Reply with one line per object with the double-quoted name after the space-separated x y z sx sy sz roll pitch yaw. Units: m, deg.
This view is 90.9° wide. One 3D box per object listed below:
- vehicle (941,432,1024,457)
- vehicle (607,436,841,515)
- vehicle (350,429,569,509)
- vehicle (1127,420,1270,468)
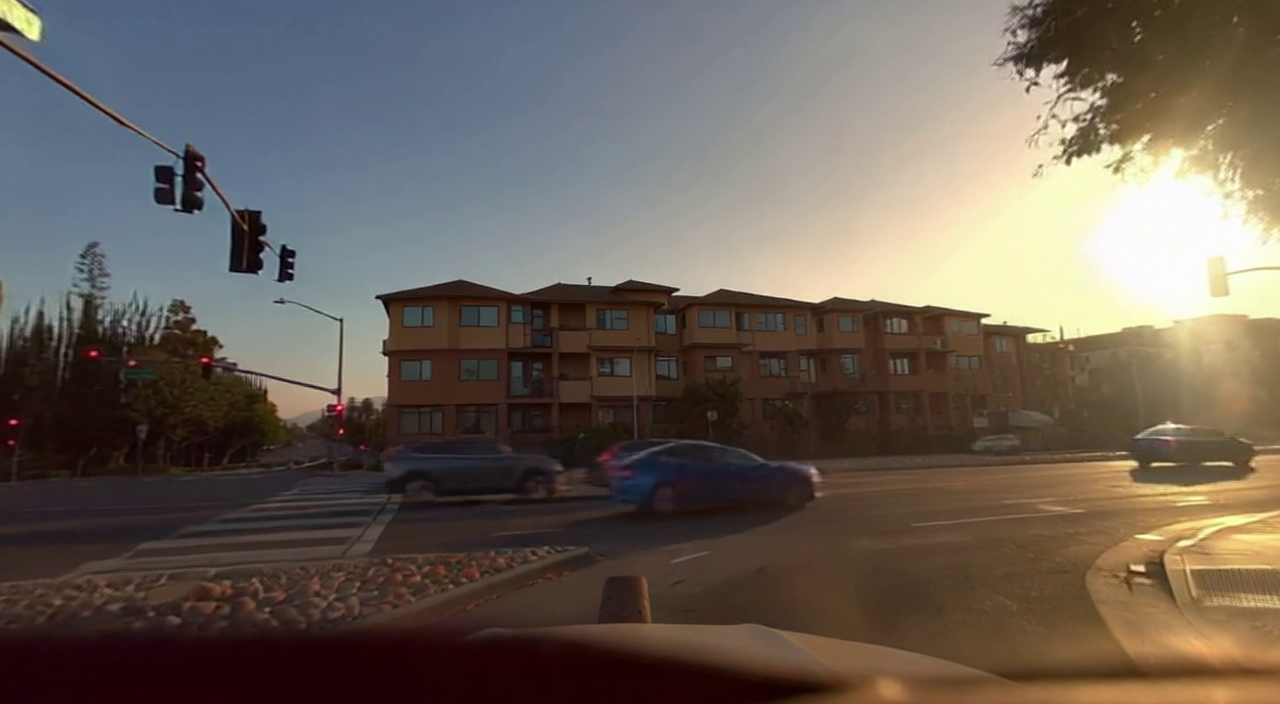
21.686 5.836 39.931 4.751 1.487 1.888 3 -9 -20 "vehicle"
1.744 2.533 13.416 4.521 1.433 1.943 3 -9 -20 "vehicle"
-4.239 2.718 15.089 4.683 1.678 1.981 3 -9 -20 "vehicle"
21.368 3.526 24.144 4.711 1.688 1.915 3 -9 -20 "vehicle"
